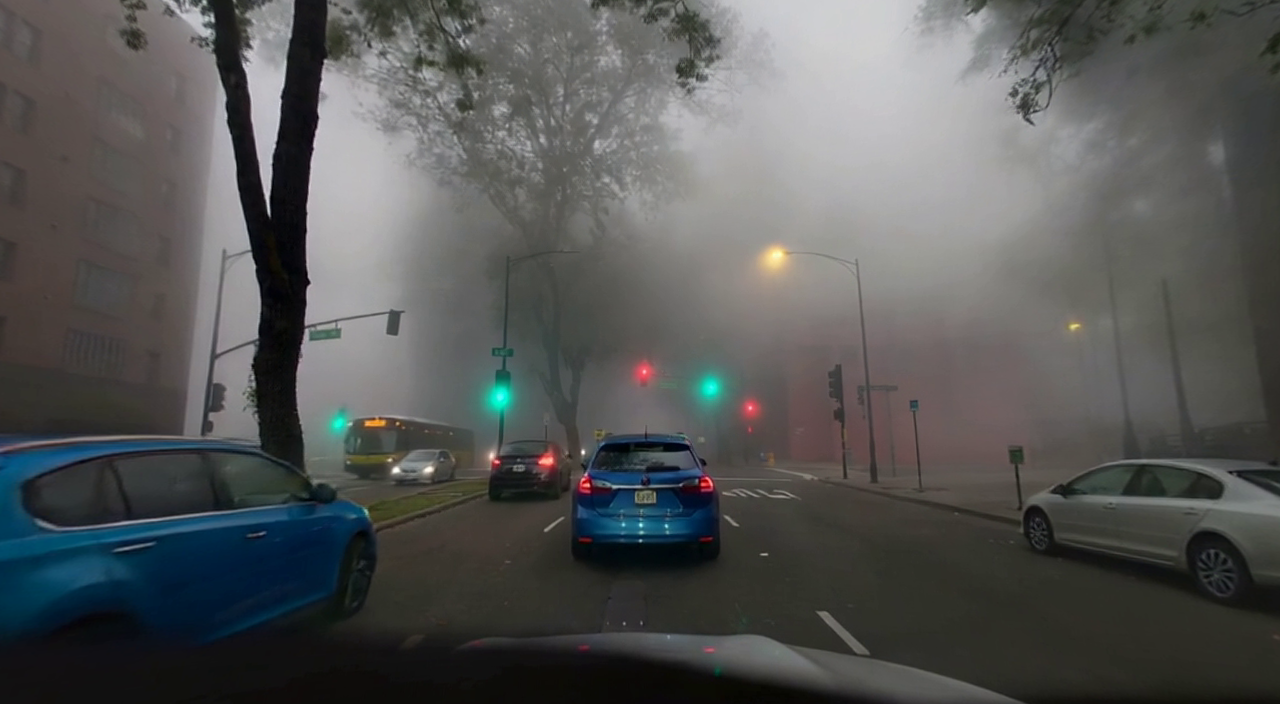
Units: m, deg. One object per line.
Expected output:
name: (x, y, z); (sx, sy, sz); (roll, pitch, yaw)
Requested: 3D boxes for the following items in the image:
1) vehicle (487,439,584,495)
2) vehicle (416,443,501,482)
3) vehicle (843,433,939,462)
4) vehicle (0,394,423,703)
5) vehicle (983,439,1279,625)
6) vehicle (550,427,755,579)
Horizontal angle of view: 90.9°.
vehicle: (-3.010, 3.407, 19.076); (2.131, 1.486, 4.089); (0, -9, 1)
vehicle: (-6.968, 4.268, 24.638); (1.964, 1.341, 4.149); (-1, -9, 2)
vehicle: (16.418, 6.266, 41.512); (5.345, 1.811, 2.175); (0, -9, -1)
vehicle: (-3.103, 1.164, 3.849); (1.970, 1.492, 4.534); (0, -9, 0)
vehicle: (5.991, 1.709, 6.905); (1.873, 1.453, 4.579); (0, -9, 0)
vehicle: (0.097, 1.764, 8.074); (2.022, 1.481, 3.564); (0, -9, -1)
